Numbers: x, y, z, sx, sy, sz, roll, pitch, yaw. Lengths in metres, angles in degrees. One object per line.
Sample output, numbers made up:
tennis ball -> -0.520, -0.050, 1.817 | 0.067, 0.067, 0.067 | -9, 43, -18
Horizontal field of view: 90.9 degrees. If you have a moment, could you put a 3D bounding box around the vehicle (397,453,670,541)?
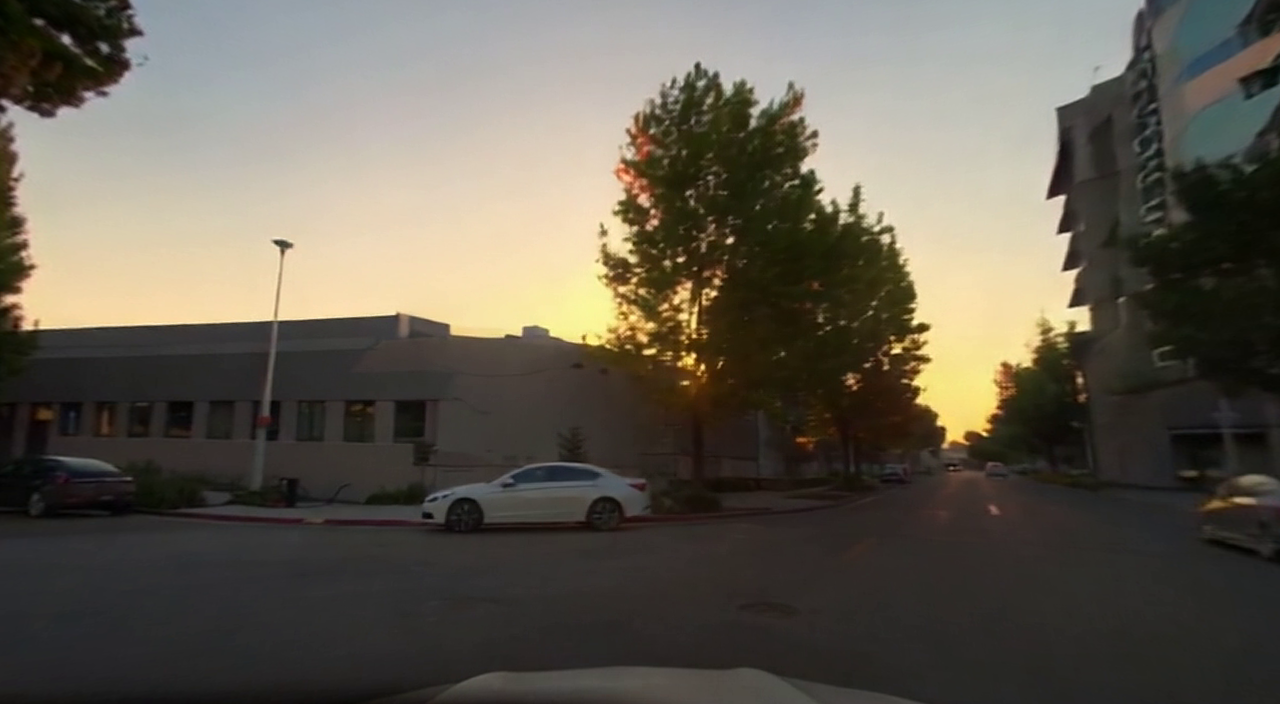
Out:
vehicle -> -1.999, 2.770, 12.219 | 4.770, 1.448, 1.983 | 3, -11, -14

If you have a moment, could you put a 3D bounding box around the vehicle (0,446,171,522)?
vehicle -> -13.025, 2.922, 14.239 | 4.118, 1.482, 1.889 | -4, -11, 23

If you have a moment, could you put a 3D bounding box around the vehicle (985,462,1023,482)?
vehicle -> 27.632, 9.098, 47.877 | 1.998, 1.424, 3.589 | -3, -11, 22

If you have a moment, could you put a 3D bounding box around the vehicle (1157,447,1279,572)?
vehicle -> 9.643, 2.269, 9.369 | 1.865, 1.529, 4.407 | -4, -12, 24
